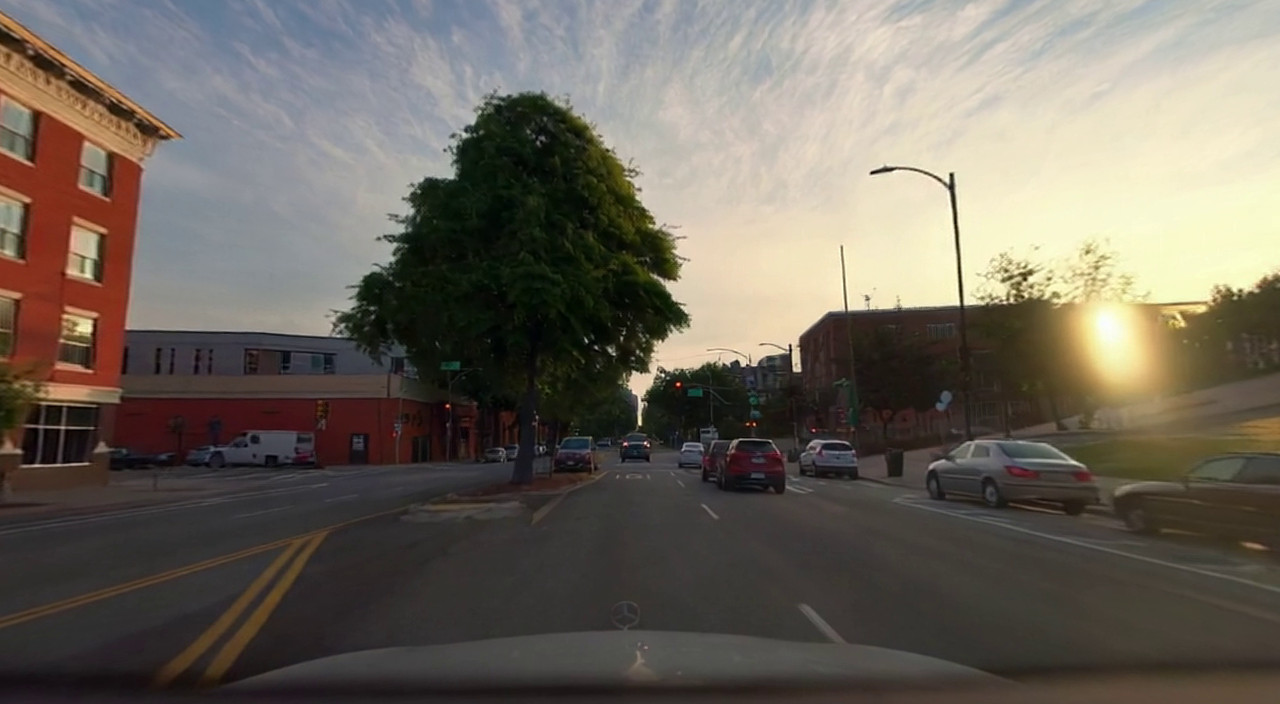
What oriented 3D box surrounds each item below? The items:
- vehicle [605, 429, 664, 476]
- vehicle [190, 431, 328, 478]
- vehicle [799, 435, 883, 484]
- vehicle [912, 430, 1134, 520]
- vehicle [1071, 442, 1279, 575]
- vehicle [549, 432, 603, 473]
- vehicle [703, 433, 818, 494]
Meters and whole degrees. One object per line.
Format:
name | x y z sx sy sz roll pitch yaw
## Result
vehicle | -0.218 4.305 27.284 2.329 1.842 4.537 0 -8 0
vehicle | -23.502 6.325 39.206 6.679 2.794 2.850 0 -9 1
vehicle | 8.074 4.306 25.846 1.959 1.719 4.538 1 -7 0
vehicle | 8.116 2.572 14.060 1.963 1.649 4.562 0 -7 -2
vehicle | 8.207 1.889 7.980 2.054 1.455 4.786 0 -8 -1
vehicle | -2.929 4.720 29.870 2.297 1.812 4.244 0 -8 -3
vehicle | 3.269 3.155 18.324 2.238 1.499 4.964 0 -8 -2
